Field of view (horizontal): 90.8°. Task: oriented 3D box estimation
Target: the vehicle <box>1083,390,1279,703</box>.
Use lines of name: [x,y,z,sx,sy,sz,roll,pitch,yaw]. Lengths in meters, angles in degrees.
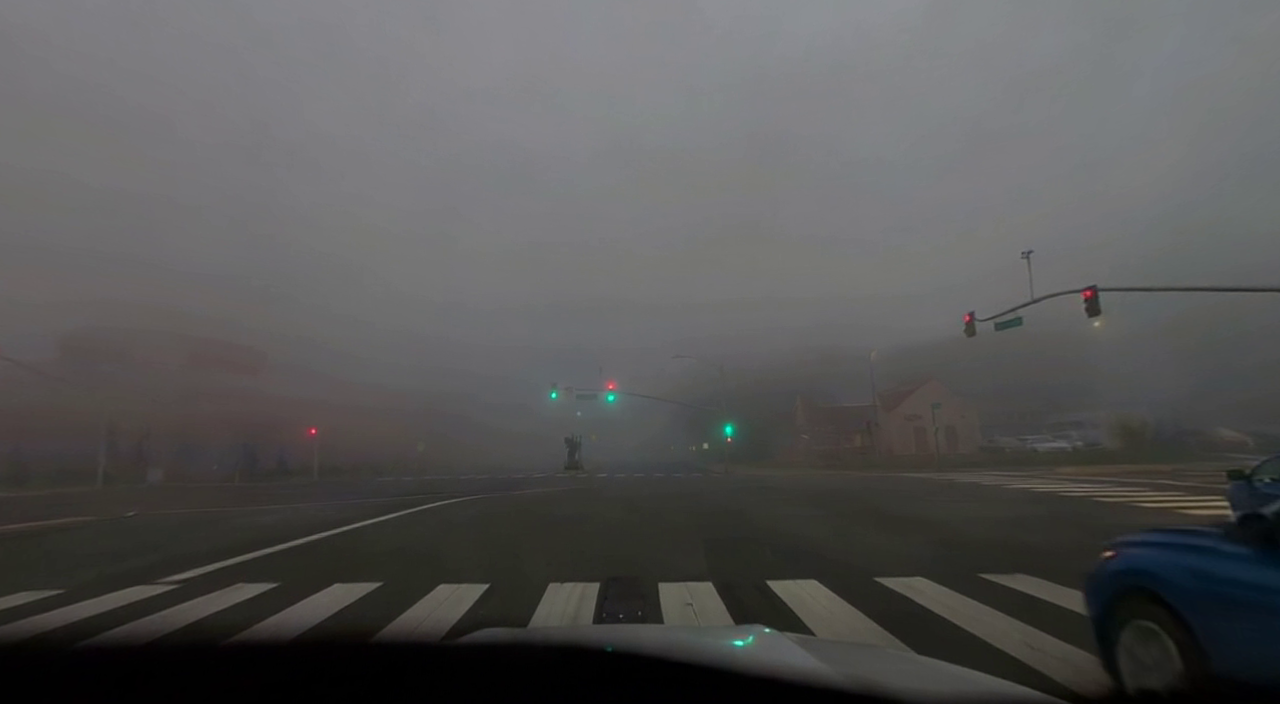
vehicle: [3.185,0.669,0.520,2.089,1.539,4.767,0,-9,-1]
